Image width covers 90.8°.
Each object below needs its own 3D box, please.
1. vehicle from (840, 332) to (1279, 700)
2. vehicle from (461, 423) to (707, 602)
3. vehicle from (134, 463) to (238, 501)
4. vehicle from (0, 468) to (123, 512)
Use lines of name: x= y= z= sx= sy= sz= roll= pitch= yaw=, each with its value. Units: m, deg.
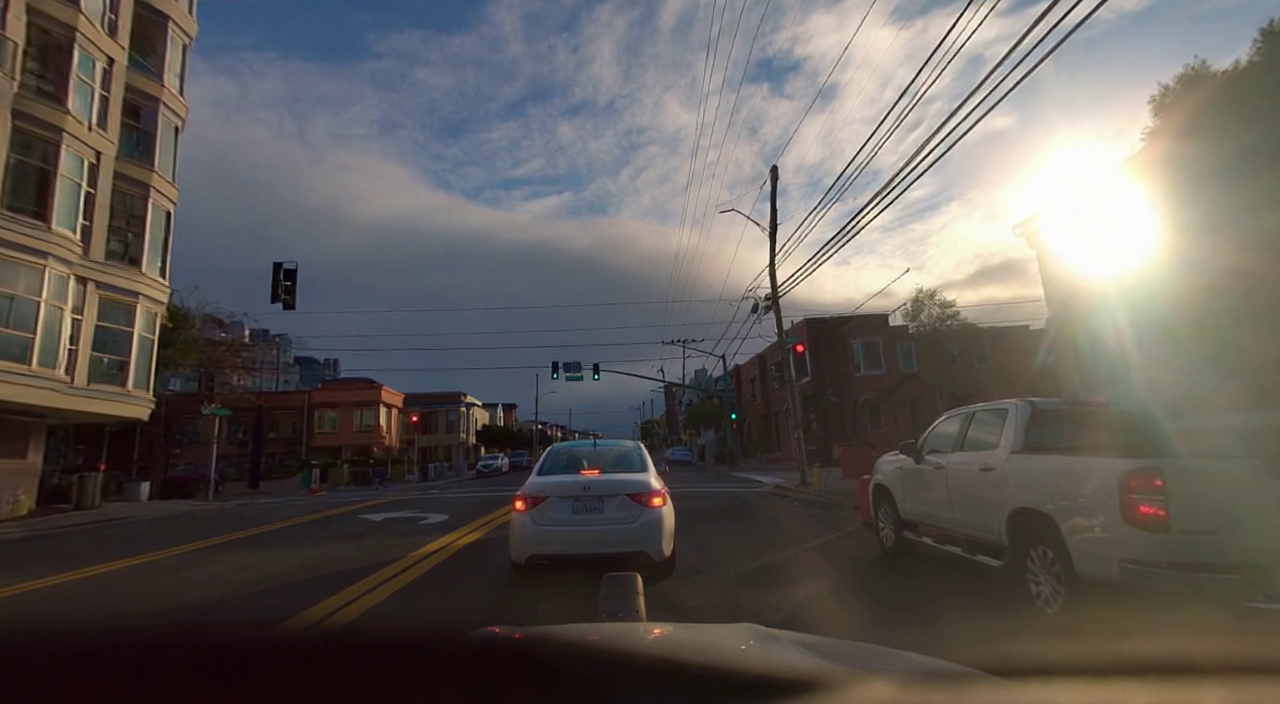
vehicle: x=3.836 y=1.216 z=5.909 sx=2.248 sy=1.945 sz=5.011 roll=0 pitch=-8 yaw=0
vehicle: x=-0.472 y=1.633 z=7.339 sx=2.019 sy=1.453 sz=4.129 roll=0 pitch=-8 yaw=0
vehicle: x=-25.341 y=7.266 z=35.381 sx=4.337 sy=1.739 sz=1.981 roll=-5 pitch=-11 yaw=1
vehicle: x=-24.764 y=5.859 z=26.937 sx=3.891 sy=1.538 sz=1.698 roll=-4 pitch=-11 yaw=0
